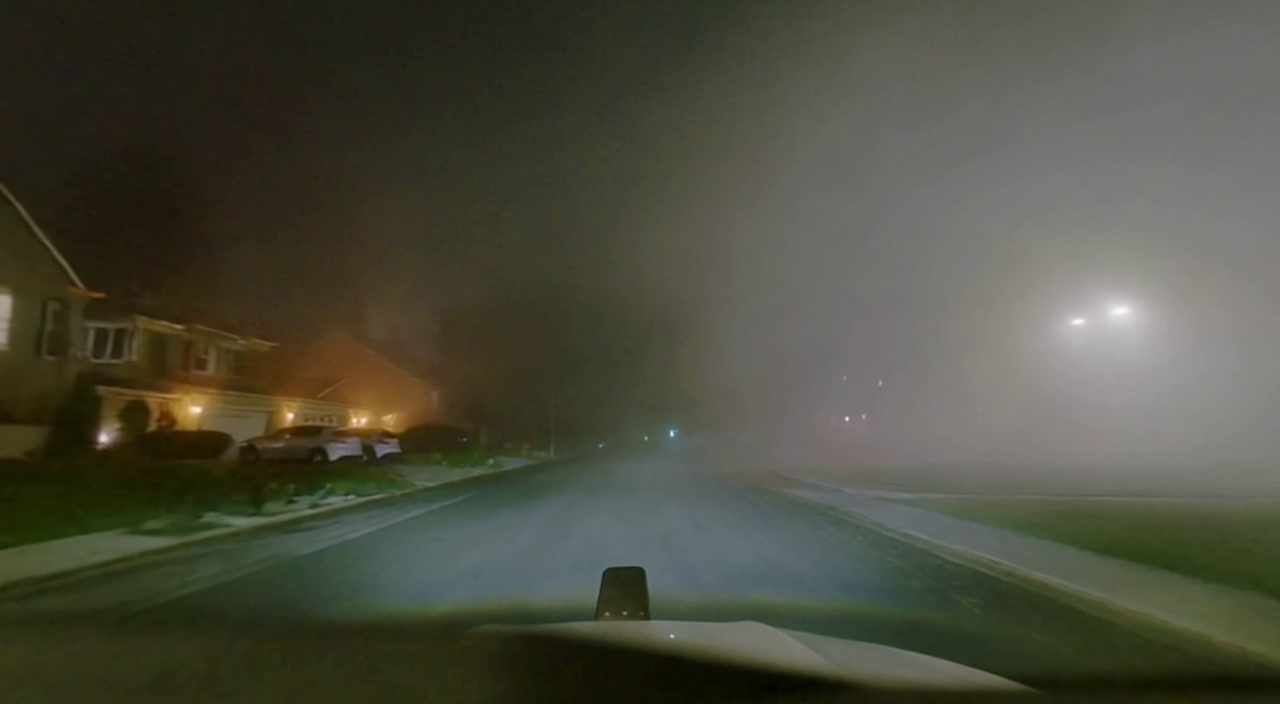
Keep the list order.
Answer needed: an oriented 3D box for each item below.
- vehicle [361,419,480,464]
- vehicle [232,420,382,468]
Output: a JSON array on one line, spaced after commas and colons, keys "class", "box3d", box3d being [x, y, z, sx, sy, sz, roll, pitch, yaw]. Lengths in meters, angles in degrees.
[{"class": "vehicle", "box3d": [-12.806, 5.282, 37.173, 5.946, 2.048, 2.595, 5, -9, -2]}, {"class": "vehicle", "box3d": [-13.482, 3.746, 25.753, 4.796, 1.864, 2.328, 0, -8, 2]}]
